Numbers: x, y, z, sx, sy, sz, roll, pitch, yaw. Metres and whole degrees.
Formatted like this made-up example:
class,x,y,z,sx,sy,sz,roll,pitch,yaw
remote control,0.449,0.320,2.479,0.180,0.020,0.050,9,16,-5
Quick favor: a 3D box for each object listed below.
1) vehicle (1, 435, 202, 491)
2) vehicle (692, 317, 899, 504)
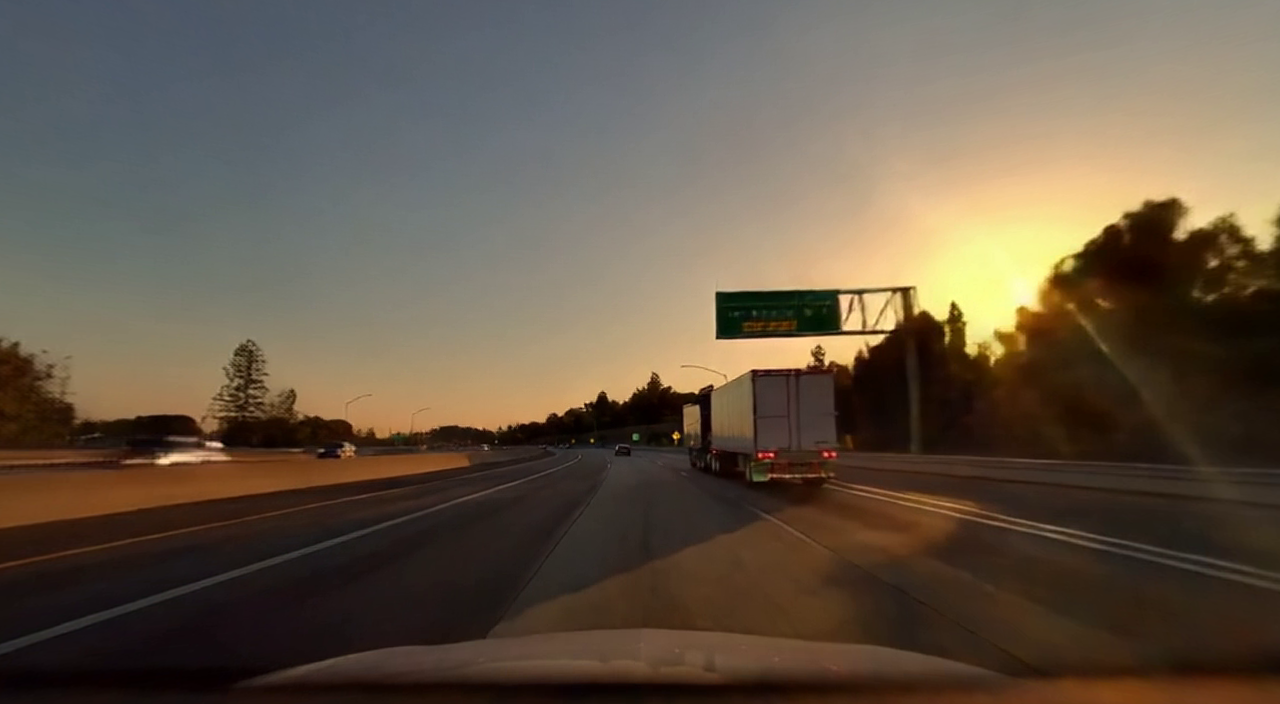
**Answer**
class,x,y,z,sx,sy,sz,roll,pitch,yaw
vehicle,-17.342,3.572,20.758,2.313,1.600,4.867,0,-8,0
vehicle,4.201,2.571,23.252,2.932,4.205,18.253,0,-8,0
